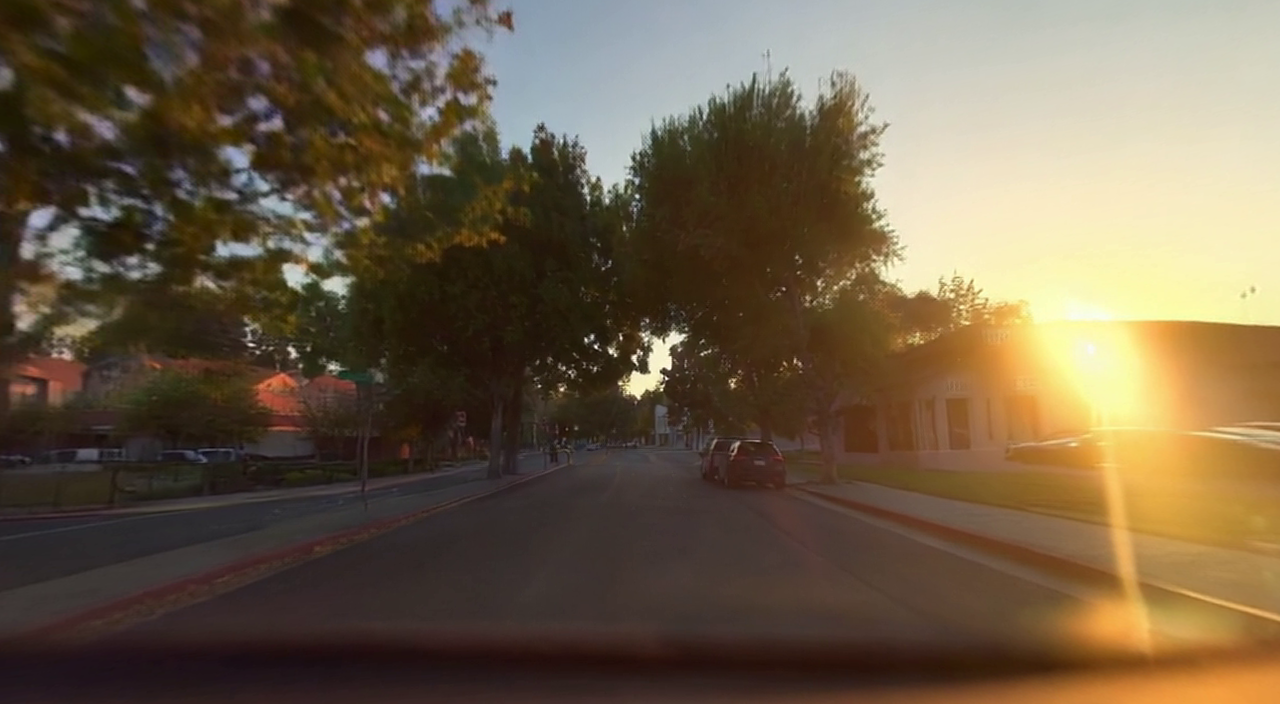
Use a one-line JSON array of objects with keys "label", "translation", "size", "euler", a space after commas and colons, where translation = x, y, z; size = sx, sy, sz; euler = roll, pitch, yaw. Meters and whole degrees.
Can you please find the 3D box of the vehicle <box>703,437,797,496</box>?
[{"label": "vehicle", "translation": [3.137, 3.368, 19.045], "size": [2.064, 1.532, 4.596], "euler": [0, -8, 0]}]
